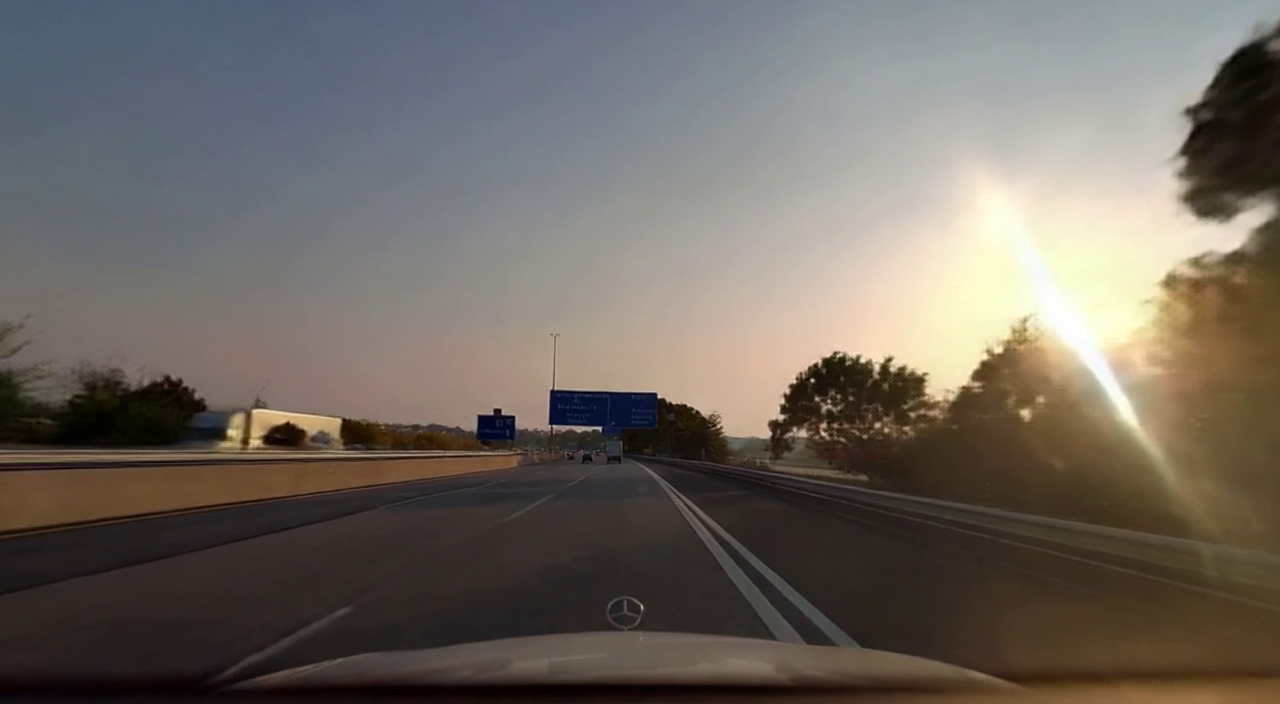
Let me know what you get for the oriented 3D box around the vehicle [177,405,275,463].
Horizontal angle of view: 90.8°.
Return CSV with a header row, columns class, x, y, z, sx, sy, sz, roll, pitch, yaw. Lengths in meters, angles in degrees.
class,x,y,z,sx,sy,sz,roll,pitch,yaw
vehicle,-29.491,5.972,45.320,2.987,3.855,5.979,0,-9,-2
